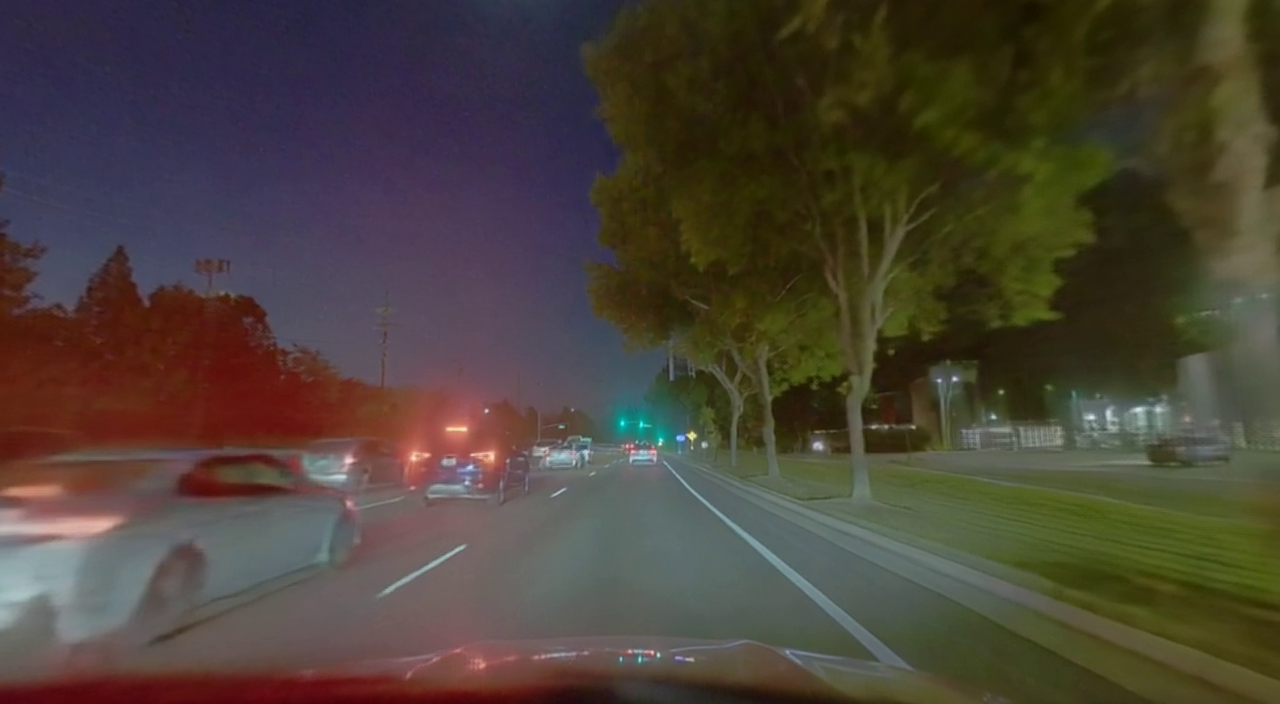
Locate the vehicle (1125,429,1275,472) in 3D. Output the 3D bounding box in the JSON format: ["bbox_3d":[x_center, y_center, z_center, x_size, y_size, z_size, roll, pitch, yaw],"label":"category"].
[{"bbox_3d":[27.309,4.806,30.909,5.193,1.955,2.249,-1,-7,-1],"label":"vehicle"}]

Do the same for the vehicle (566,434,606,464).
[{"bbox_3d":[-3.510,6.449,42.024,2.242,1.852,5.201,0,-8,0],"label":"vehicle"}]

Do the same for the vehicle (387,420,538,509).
[{"bbox_3d":[-3.944,2.589,15.061,2.130,1.749,4.904,0,-8,1],"label":"vehicle"}]

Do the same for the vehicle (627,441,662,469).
[{"bbox_3d":[0.268,5.774,35.609,1.875,1.453,3.888,0,-8,0],"label":"vehicle"}]

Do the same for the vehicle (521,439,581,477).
[{"bbox_3d":[-3.736,4.521,27.199,1.952,1.471,4.334,0,-8,1],"label":"vehicle"}]

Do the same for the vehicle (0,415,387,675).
[{"bbox_3d":[-4.266,1.408,5.804,1.975,1.447,4.356,0,-8,1],"label":"vehicle"}]
